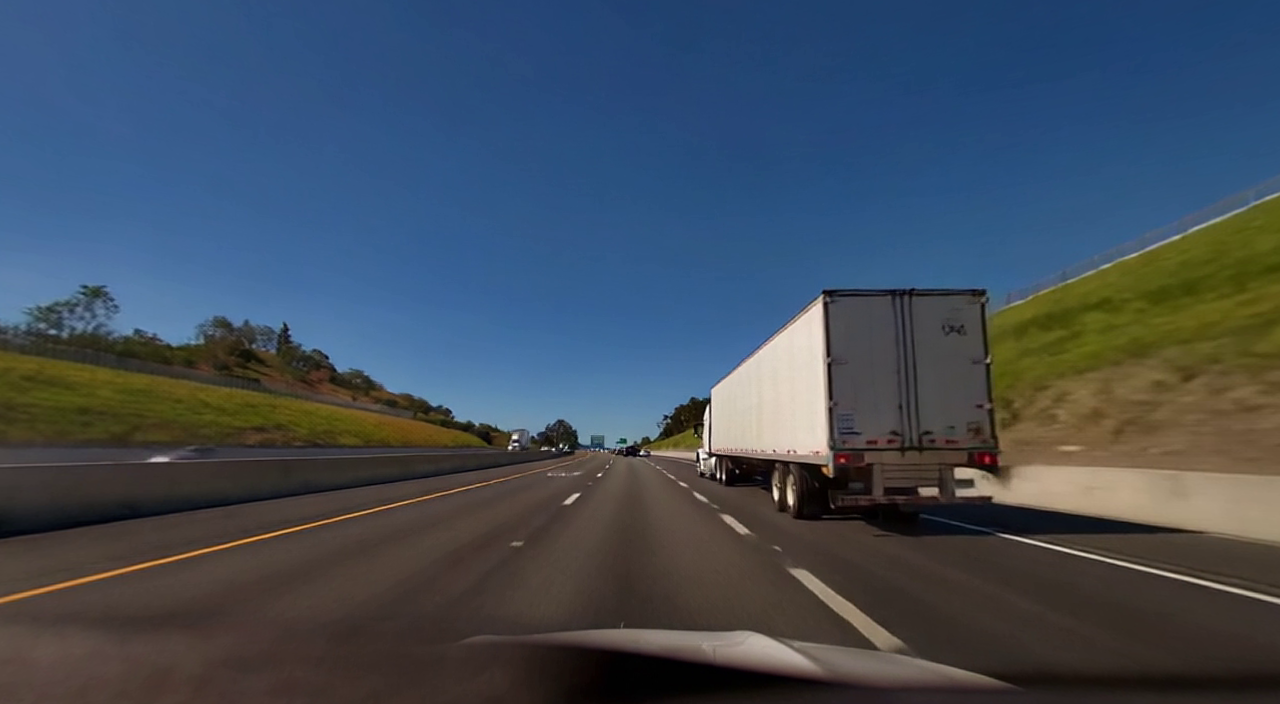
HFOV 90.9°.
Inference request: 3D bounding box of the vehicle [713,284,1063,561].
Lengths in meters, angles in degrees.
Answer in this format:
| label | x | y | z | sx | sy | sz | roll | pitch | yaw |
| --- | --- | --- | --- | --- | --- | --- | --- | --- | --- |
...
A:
| label | x | y | z | sx | sy | sz | roll | pitch | yaw |
| --- | --- | --- | --- | --- | --- | --- | --- | --- | --- |
| vehicle | 3.852 | 1.757 | 14.045 | 2.876 | 3.586 | 11.726 | 0 | -9 | -1 |
